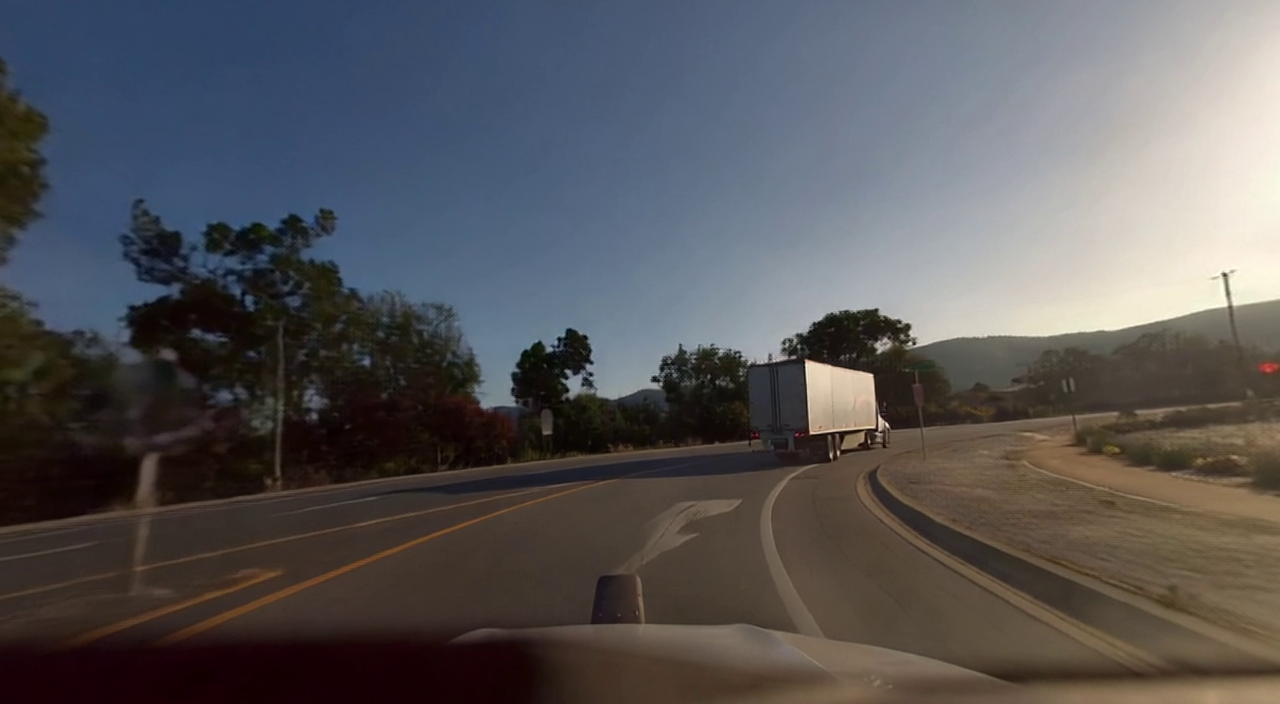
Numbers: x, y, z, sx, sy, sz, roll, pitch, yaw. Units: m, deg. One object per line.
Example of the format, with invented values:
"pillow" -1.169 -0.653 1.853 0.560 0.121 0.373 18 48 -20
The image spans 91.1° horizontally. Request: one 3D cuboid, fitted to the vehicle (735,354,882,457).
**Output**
"vehicle" 7.841 2.596 27.766 2.837 3.712 10.484 -5 -9 34
